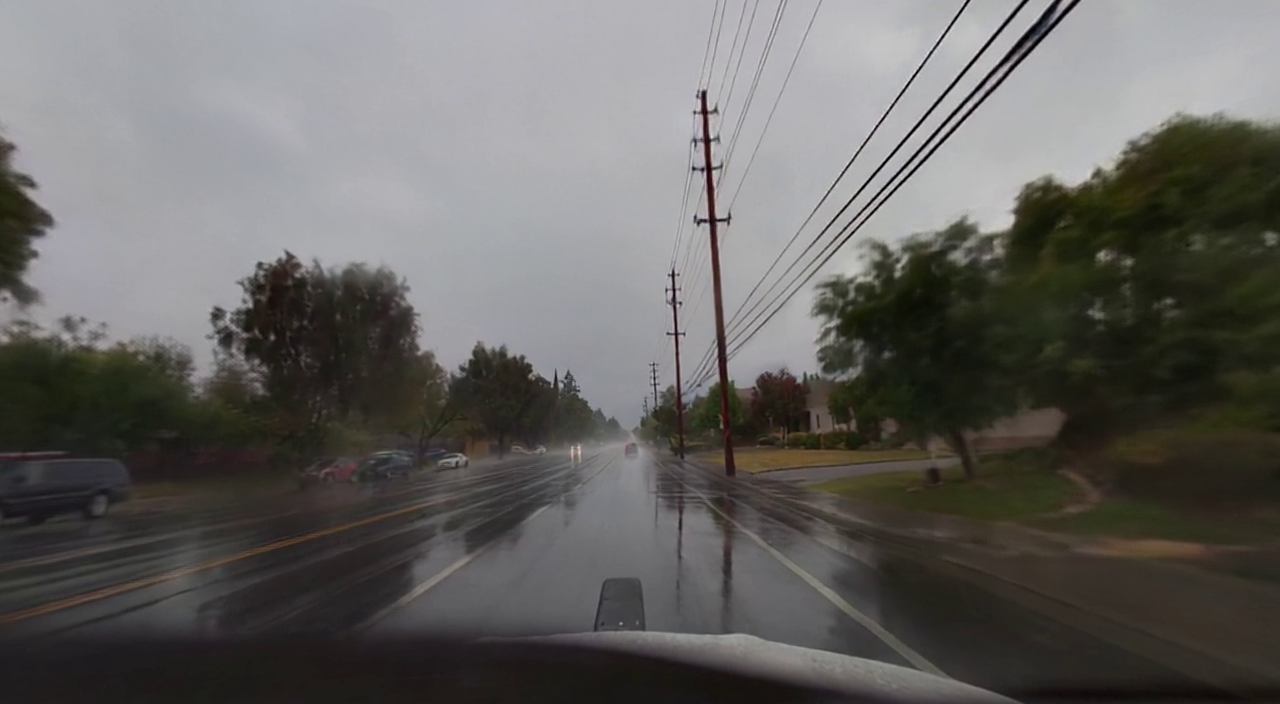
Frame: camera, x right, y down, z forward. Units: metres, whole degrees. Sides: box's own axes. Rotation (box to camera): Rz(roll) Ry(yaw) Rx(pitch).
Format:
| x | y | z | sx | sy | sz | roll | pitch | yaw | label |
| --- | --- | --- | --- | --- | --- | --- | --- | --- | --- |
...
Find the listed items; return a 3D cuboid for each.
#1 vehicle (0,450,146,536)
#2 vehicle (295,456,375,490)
| x | y | z | sx | sy | sz | roll | pitch | yaw | label |
| --- | --- | --- | --- | --- | --- | --- | --- | --- | --- |
| -15.879 | 3.601 | 16.528 | 2.071 | 1.883 | 4.915 | -2 | -8 | -3 | vehicle |
| -15.968 | 6.329 | 33.401 | 2.031 | 1.482 | 4.476 | -4 | -9 | 0 | vehicle |
